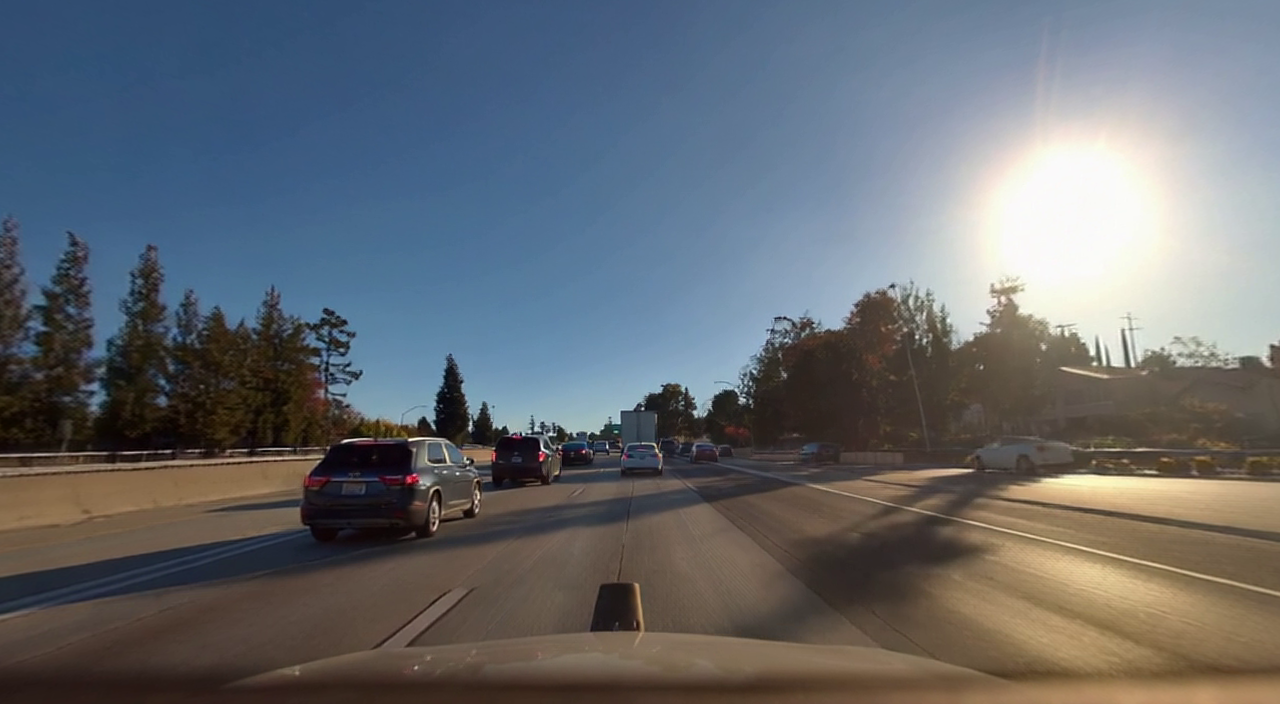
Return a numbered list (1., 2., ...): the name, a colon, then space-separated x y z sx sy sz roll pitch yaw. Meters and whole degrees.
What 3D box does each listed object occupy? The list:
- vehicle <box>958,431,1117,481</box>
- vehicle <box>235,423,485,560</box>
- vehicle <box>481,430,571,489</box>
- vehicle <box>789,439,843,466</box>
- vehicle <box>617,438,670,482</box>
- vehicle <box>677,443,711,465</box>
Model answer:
1. vehicle: 13.272 3.533 21.560 1.905 1.490 4.826 1 -9 -6
2. vehicle: -3.931 2.022 9.801 1.988 1.668 4.021 0 -9 0
3. vehicle: -4.084 3.997 23.799 2.301 1.944 5.482 0 -9 1
4. vehicle: 11.671 6.702 42.143 2.048 1.674 4.106 1 -9 -5
5. vehicle: 0.131 4.518 26.663 2.063 1.703 4.203 0 -9 0
6. vehicle: 3.937 7.522 46.730 2.027 1.554 4.252 0 -9 -1
